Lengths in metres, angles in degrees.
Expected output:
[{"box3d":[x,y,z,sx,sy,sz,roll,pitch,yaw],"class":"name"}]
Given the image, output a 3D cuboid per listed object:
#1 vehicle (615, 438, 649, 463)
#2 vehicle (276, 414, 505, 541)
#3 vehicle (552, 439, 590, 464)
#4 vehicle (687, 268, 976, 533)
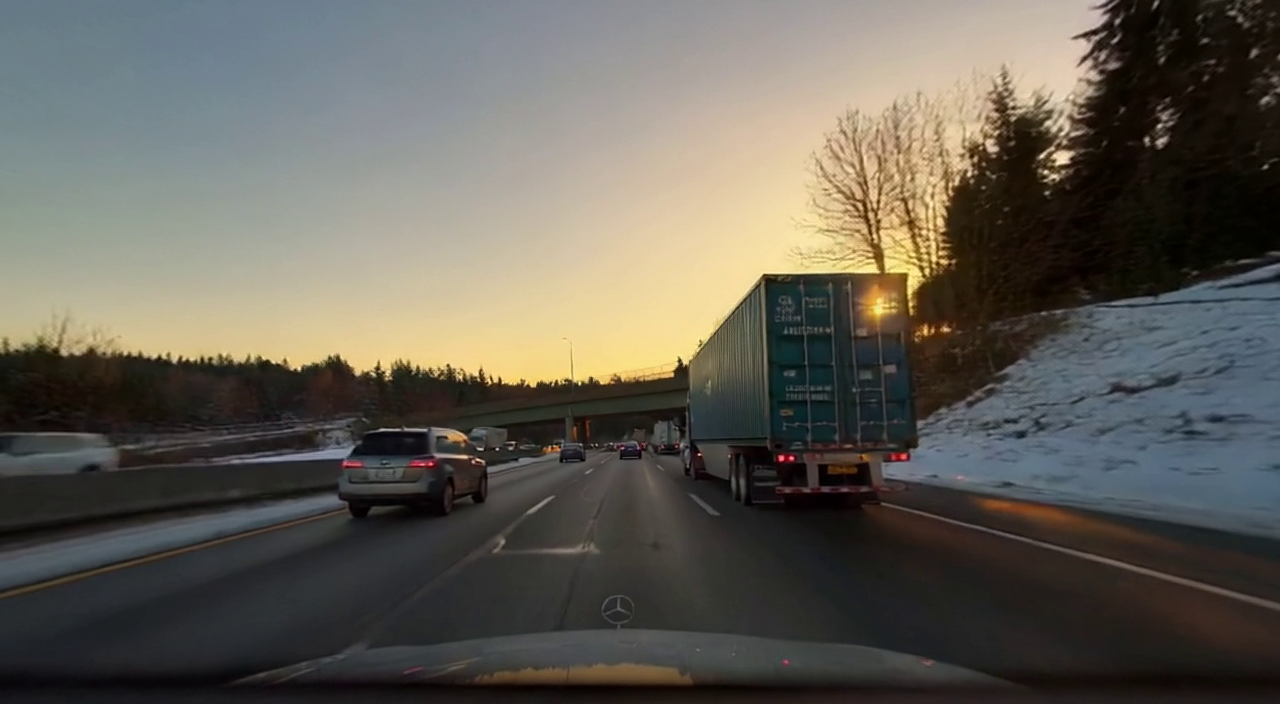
[{"box3d":[-0.536,6.460,41.517,2.088,1.567,4.240,0,-8,-1],"class":"vehicle"},{"box3d":[-3.831,1.983,10.690,2.054,1.671,4.445,0,-8,0],"class":"vehicle"},{"box3d":[-4.391,6.365,40.489,2.021,1.514,4.190,0,-8,0],"class":"vehicle"},{"box3d":[3.424,1.664,16.855,2.959,4.058,14.485,0,-8,-1],"class":"vehicle"}]
